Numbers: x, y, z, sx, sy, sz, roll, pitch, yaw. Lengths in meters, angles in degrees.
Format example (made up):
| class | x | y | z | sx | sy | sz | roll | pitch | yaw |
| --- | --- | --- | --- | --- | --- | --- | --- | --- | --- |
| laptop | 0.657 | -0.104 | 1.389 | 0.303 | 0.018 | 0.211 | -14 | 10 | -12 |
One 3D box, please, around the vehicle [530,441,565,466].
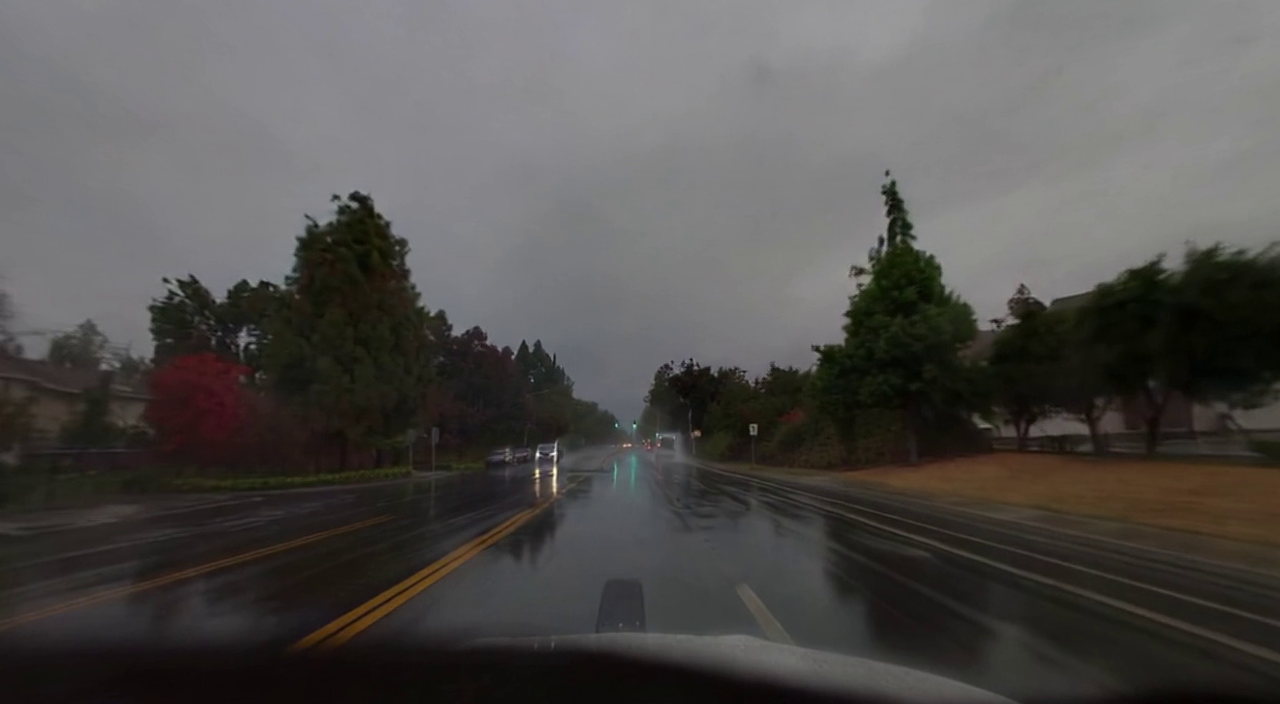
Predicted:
| class | x | y | z | sx | sy | sz | roll | pitch | yaw |
| --- | --- | --- | --- | --- | --- | --- | --- | --- | --- |
| vehicle | -7.109 | 7.894 | 49.088 | 2.054 | 1.814 | 4.543 | 0 | -9 | 0 |
